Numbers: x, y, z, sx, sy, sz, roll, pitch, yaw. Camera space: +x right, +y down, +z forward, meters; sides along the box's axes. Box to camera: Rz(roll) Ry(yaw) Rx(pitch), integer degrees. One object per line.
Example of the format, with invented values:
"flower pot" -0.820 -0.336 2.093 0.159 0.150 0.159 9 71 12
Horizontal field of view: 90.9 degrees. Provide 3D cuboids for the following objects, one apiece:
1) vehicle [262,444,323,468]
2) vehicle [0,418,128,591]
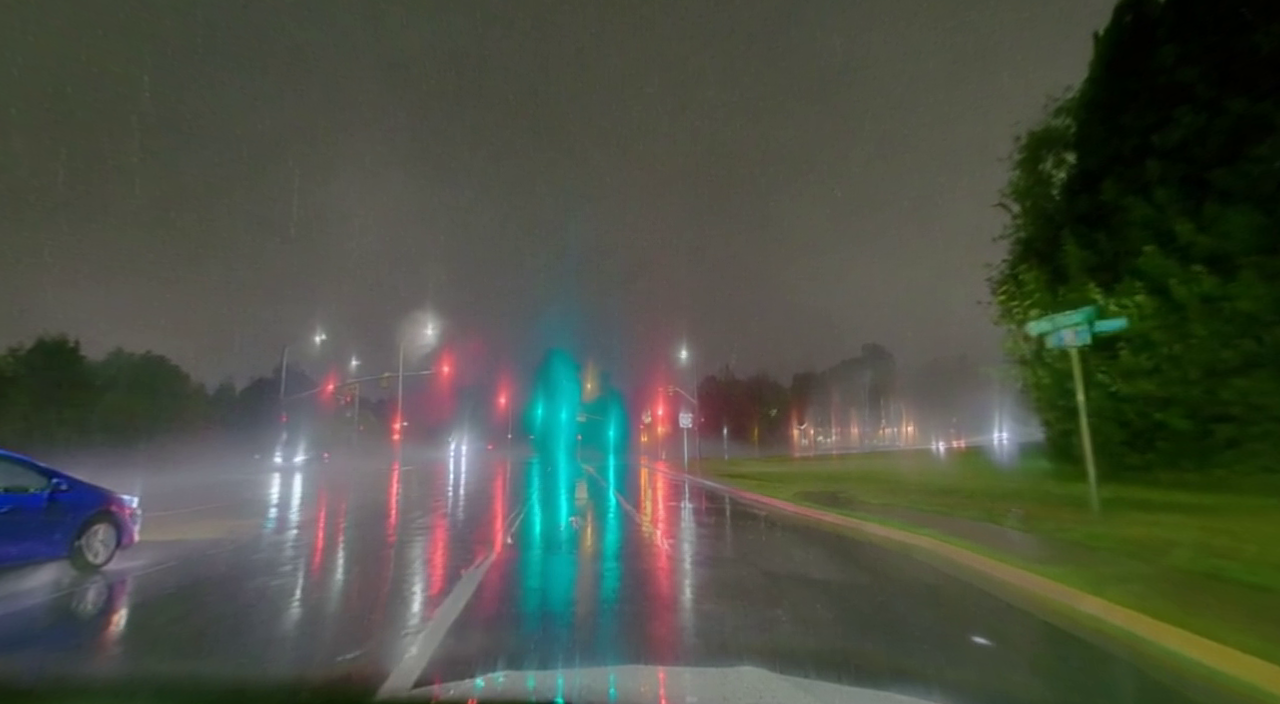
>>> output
"vehicle" -22.868 6.835 41.653 1.877 1.492 4.205 1 -8 -5
"vehicle" -6.645 1.251 4.864 2.096 1.521 4.231 1 -8 -6
